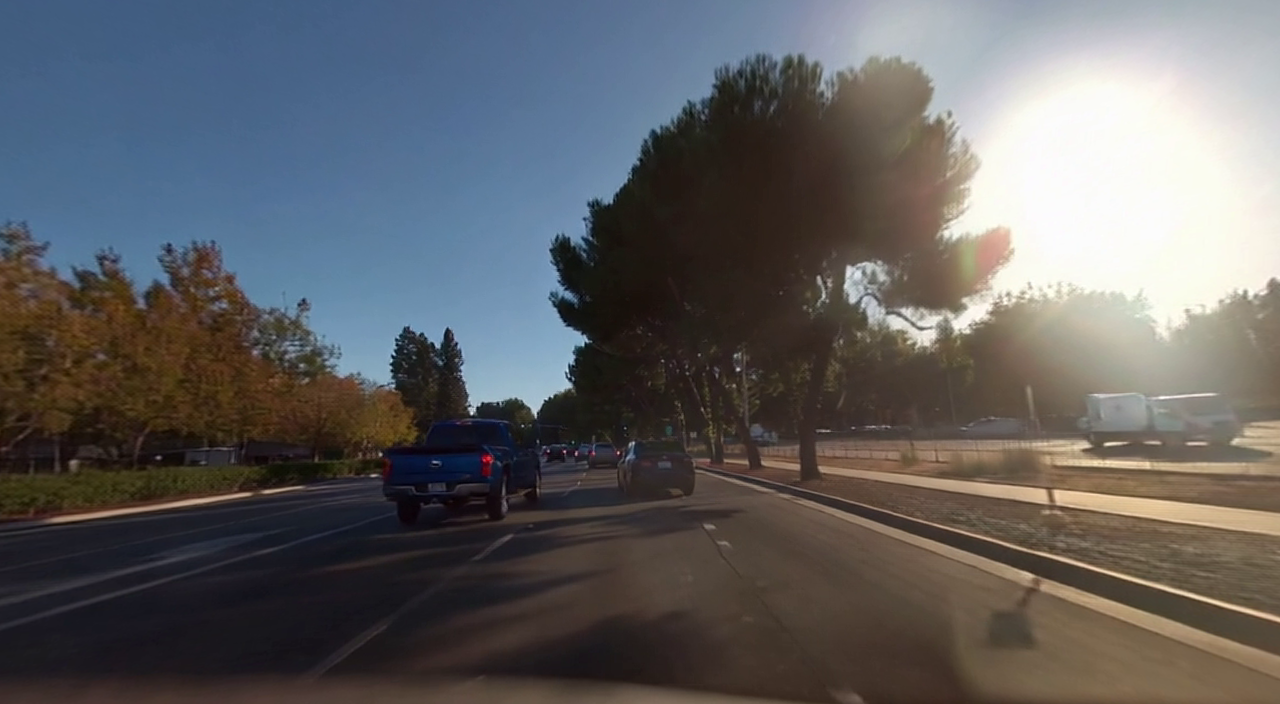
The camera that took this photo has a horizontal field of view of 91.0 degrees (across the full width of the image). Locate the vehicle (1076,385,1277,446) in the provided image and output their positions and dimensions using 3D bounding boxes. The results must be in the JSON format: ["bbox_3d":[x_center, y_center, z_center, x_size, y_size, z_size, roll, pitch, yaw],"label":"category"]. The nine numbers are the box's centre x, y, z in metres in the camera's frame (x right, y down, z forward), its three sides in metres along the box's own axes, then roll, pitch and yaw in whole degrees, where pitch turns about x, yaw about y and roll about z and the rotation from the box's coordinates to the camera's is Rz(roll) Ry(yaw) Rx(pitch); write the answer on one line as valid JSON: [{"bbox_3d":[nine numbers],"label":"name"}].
[{"bbox_3d":[22.693,2.831,27.100,6.027,2.377,2.245,-4,-10,27],"label":"vehicle"}]

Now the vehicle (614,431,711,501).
[{"bbox_3d":[0.426,2.852,16.156,2.142,1.528,4.133,0,-9,-3],"label":"vehicle"}]

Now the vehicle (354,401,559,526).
[{"bbox_3d":[-3.300,2.208,12.978,2.512,1.992,5.725,0,-9,0],"label":"vehicle"}]
